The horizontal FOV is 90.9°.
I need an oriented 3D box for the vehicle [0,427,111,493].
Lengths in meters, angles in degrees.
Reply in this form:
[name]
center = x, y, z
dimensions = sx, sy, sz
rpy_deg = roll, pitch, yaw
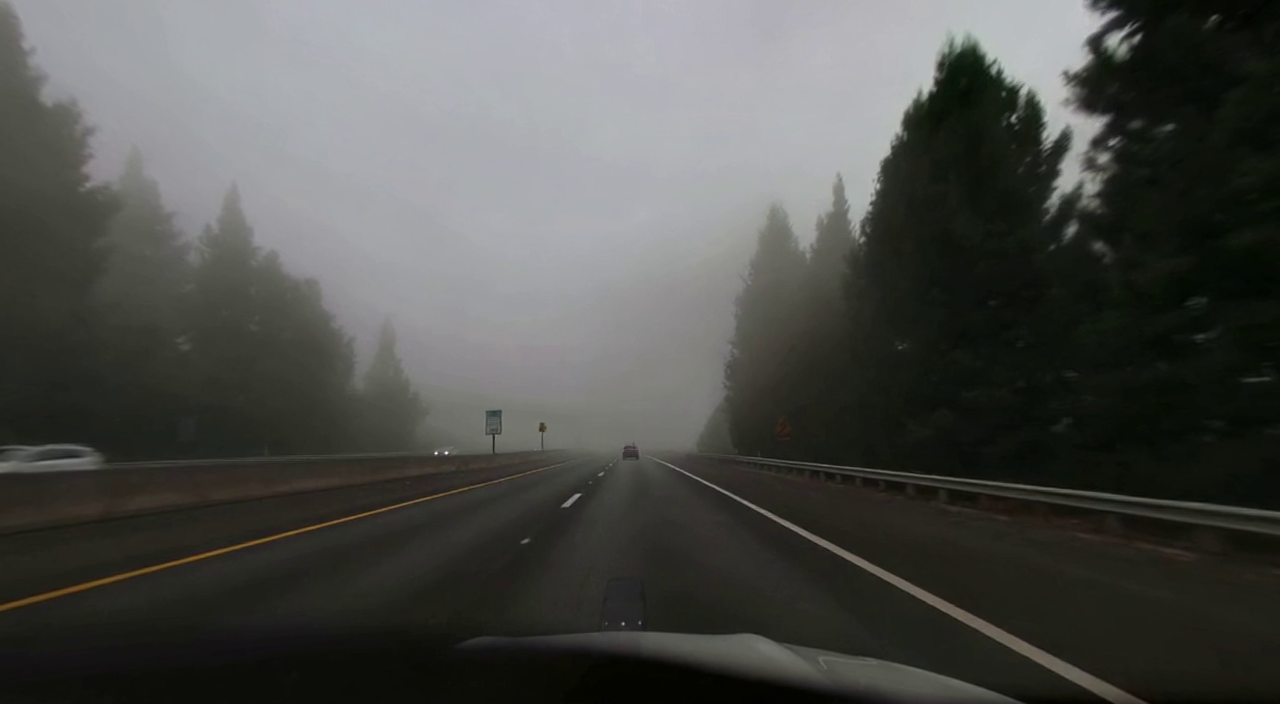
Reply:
[vehicle]
center = -17.272, 2.932, 17.162
dimensions = 1.858, 1.643, 4.512
rpy_deg = 0, -9, -2
